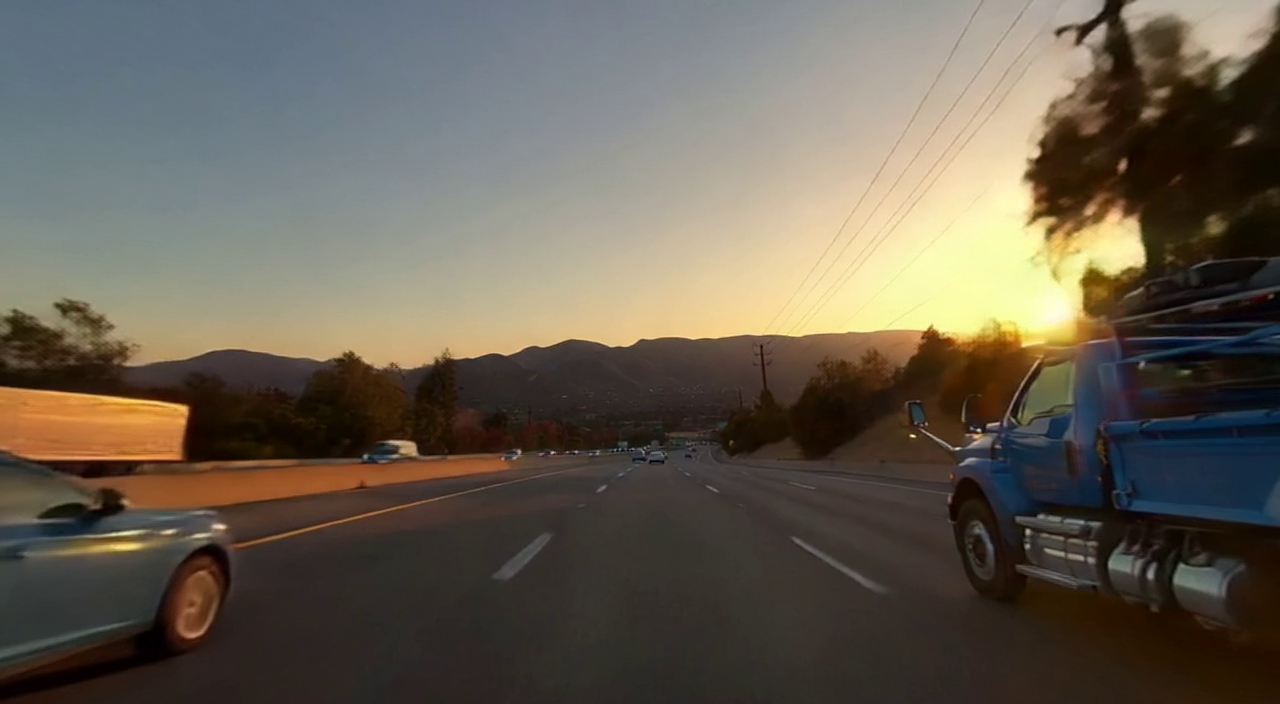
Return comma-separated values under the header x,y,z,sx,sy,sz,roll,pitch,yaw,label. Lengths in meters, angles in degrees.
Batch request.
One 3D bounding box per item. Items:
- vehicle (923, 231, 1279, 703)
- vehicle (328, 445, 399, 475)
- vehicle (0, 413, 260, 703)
x,y,z,sx,sy,sz,roll,pitch,yaw,label
3.731,0.606,2.040,2.538,2.228,6.370,0,-9,-1,vehicle
-17.367,6.791,39.803,2.076,1.738,5.045,0,-9,2,vehicle
-3.613,0.907,1.930,1.974,1.493,4.563,0,-9,1,vehicle
